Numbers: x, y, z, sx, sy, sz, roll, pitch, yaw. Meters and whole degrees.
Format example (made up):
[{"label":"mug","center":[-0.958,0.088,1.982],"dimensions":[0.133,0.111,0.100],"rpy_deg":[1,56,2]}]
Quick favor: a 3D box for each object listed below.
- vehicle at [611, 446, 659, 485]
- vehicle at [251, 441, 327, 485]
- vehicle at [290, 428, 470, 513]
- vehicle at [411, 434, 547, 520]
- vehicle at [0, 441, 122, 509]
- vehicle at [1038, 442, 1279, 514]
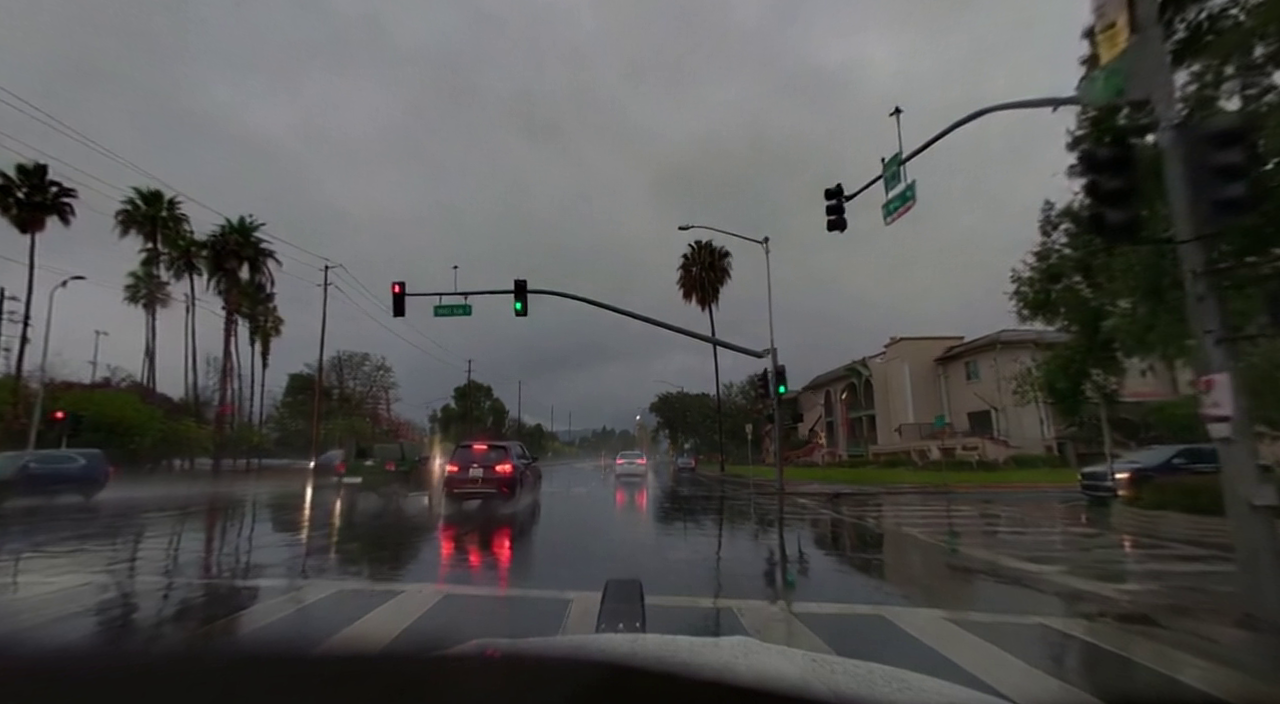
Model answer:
[{"label":"vehicle","center":[-0.255,5.700,31.786],"dimensions":[2.280,1.803,4.240],"rpy_deg":[0,-9,-1]},{"label":"vehicle","center":[-26.132,8.256,47.149],"dimensions":[2.512,2.978,5.172],"rpy_deg":[2,-9,0]},{"label":"vehicle","center":[-7.169,3.365,18.465],"dimensions":[2.457,2.010,6.330],"rpy_deg":[0,-9,1]},{"label":"vehicle","center":[-3.799,3.033,15.821],"dimensions":[2.116,1.806,4.516],"rpy_deg":[0,-9,1]},{"label":"vehicle","center":[-18.618,3.595,18.780],"dimensions":[2.323,1.828,4.675],"rpy_deg":[0,-9,0]},{"label":"vehicle","center":[12.271,2.882,14.621],"dimensions":[4.649,1.496,2.061],"rpy_deg":[0,-9,-1]}]
